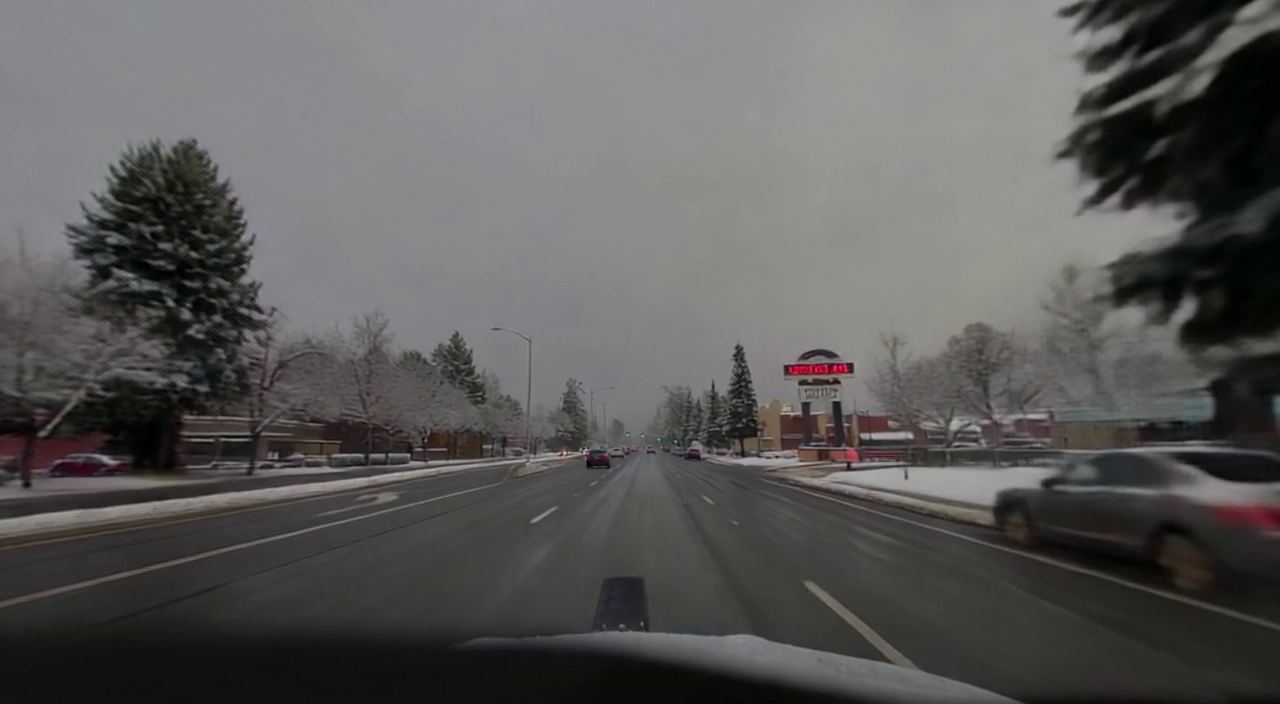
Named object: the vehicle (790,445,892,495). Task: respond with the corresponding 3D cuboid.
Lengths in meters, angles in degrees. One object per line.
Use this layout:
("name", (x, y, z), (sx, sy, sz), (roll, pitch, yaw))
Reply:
("vehicle", (6.765, 4.001, 21.797), (1.869, 1.516, 4.767), (0, -9, -1))

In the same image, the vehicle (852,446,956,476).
("vehicle", (13.300, 5.497, 31.933), (4.373, 1.463, 1.992), (0, -9, 0))

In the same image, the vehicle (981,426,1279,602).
("vehicle", (6.516, 1.850, 8.083), (1.934, 1.641, 4.117), (0, -9, 0))

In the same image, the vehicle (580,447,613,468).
("vehicle", (-3.084, 7.586, 45.643), (2.005, 1.446, 4.265), (0, -9, 1))
